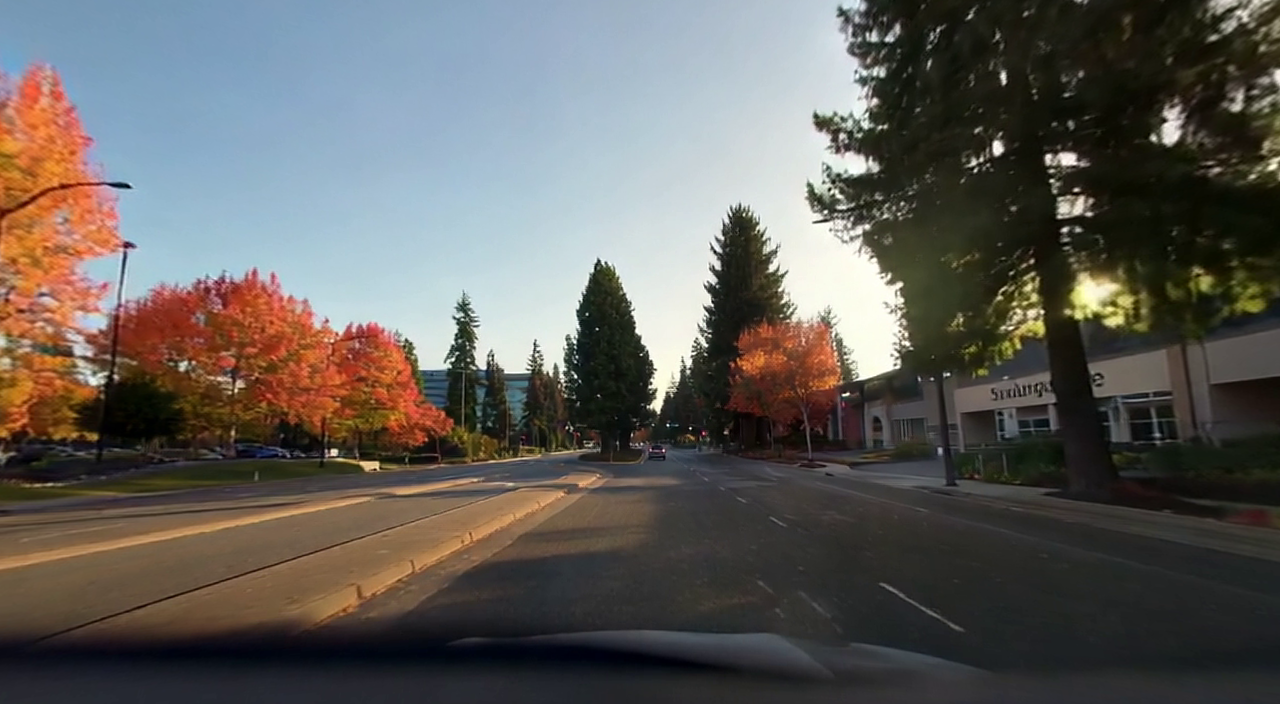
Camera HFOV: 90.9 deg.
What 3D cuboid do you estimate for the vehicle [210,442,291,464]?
[{"bbox_3d":[-29.851,7.752,48.431,4.706,1.457,1.999,3,-11,-4],"label":"vehicle"}]
